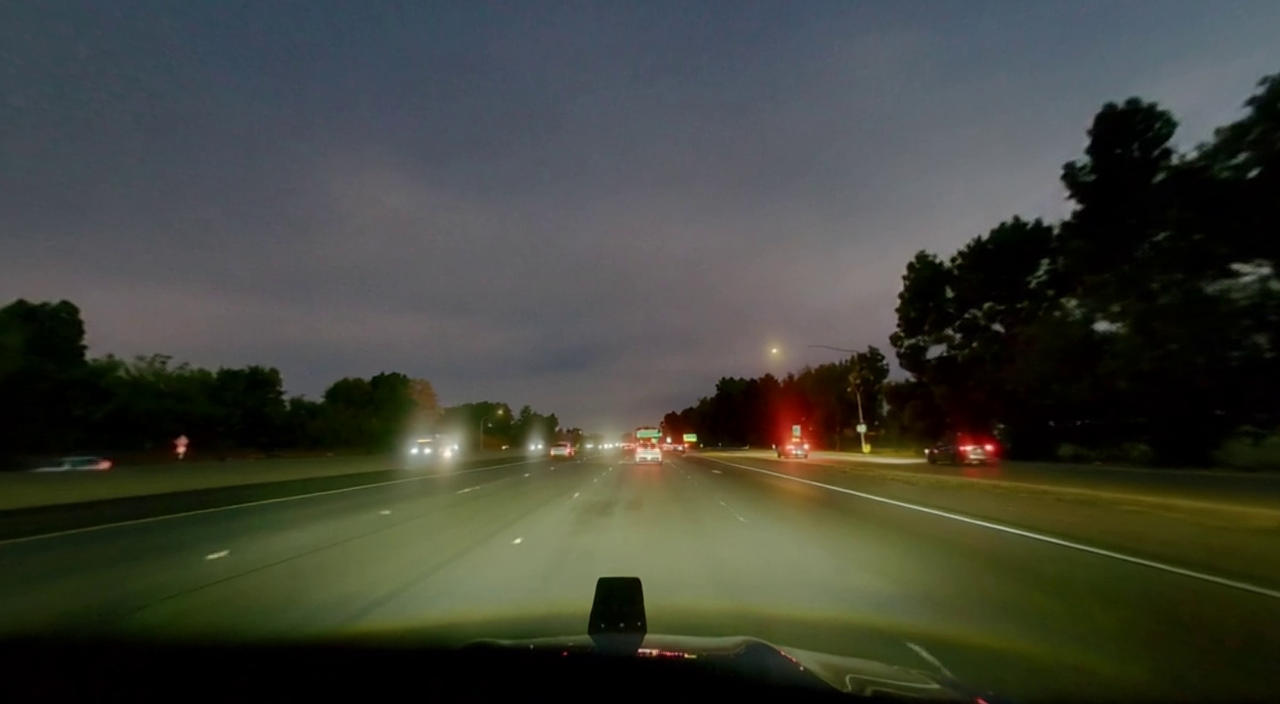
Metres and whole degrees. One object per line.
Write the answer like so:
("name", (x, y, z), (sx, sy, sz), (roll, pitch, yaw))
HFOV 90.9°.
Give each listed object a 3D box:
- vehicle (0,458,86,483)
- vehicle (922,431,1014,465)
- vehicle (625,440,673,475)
("vehicle", (-44.569, 8.759, 46.891), (1.929, 1.653, 5.011), (-1, -8, 5))
("vehicle", (20.081, 5.915, 39.027), (2.304, 1.951, 5.719), (0, -8, -4))
("vehicle", (0.386, 4.939, 29.762), (2.112, 1.482, 4.082), (0, -8, 0))
